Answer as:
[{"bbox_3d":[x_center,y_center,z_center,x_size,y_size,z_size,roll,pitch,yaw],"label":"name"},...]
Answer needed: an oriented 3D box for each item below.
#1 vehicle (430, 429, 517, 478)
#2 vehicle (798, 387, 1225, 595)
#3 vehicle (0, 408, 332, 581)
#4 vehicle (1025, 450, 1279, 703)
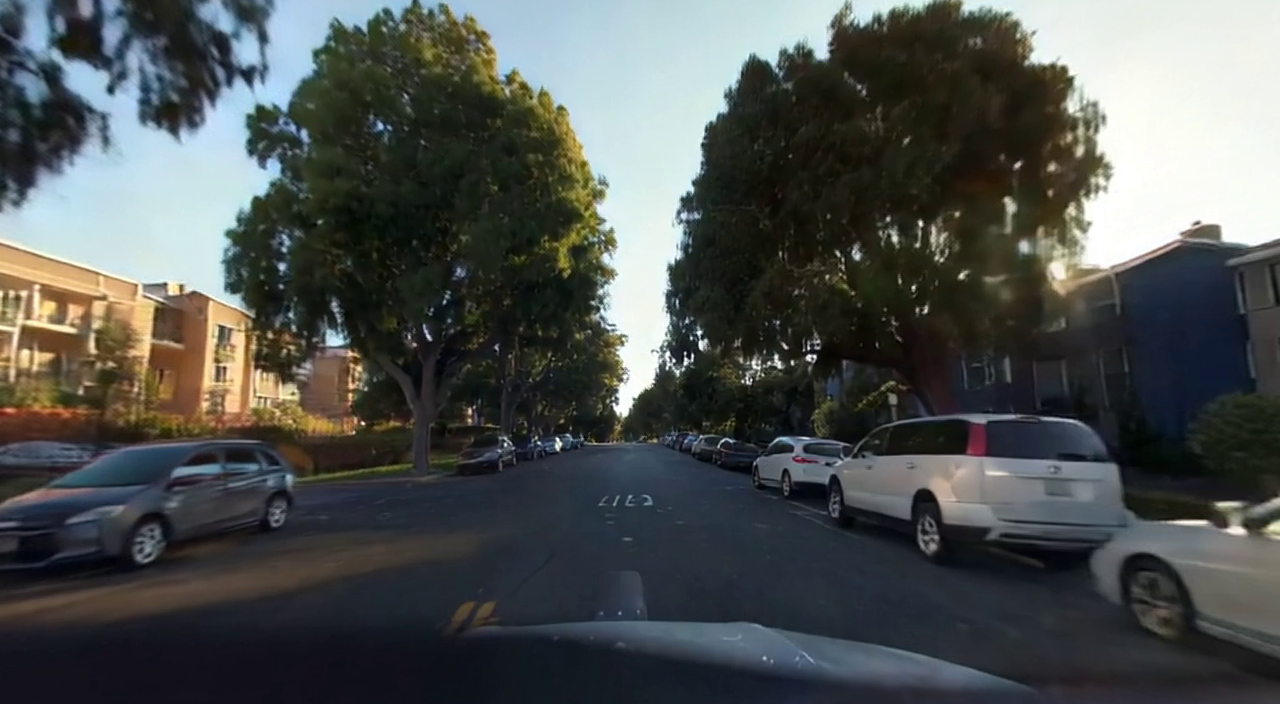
[{"bbox_3d":[-7.115,4.499,27.644,2.384,1.781,5.492,-3,-10,-1],"label":"vehicle"},{"bbox_3d":[4.307,1.768,9.069,2.365,1.970,6.011,0,-9,-1],"label":"vehicle"},{"bbox_3d":[-6.952,1.993,9.406,2.235,1.802,5.138,-2,-10,-2],"label":"vehicle"},{"bbox_3d":[4.390,1.220,3.203,1.823,1.393,4.584,0,-9,-2],"label":"vehicle"}]
